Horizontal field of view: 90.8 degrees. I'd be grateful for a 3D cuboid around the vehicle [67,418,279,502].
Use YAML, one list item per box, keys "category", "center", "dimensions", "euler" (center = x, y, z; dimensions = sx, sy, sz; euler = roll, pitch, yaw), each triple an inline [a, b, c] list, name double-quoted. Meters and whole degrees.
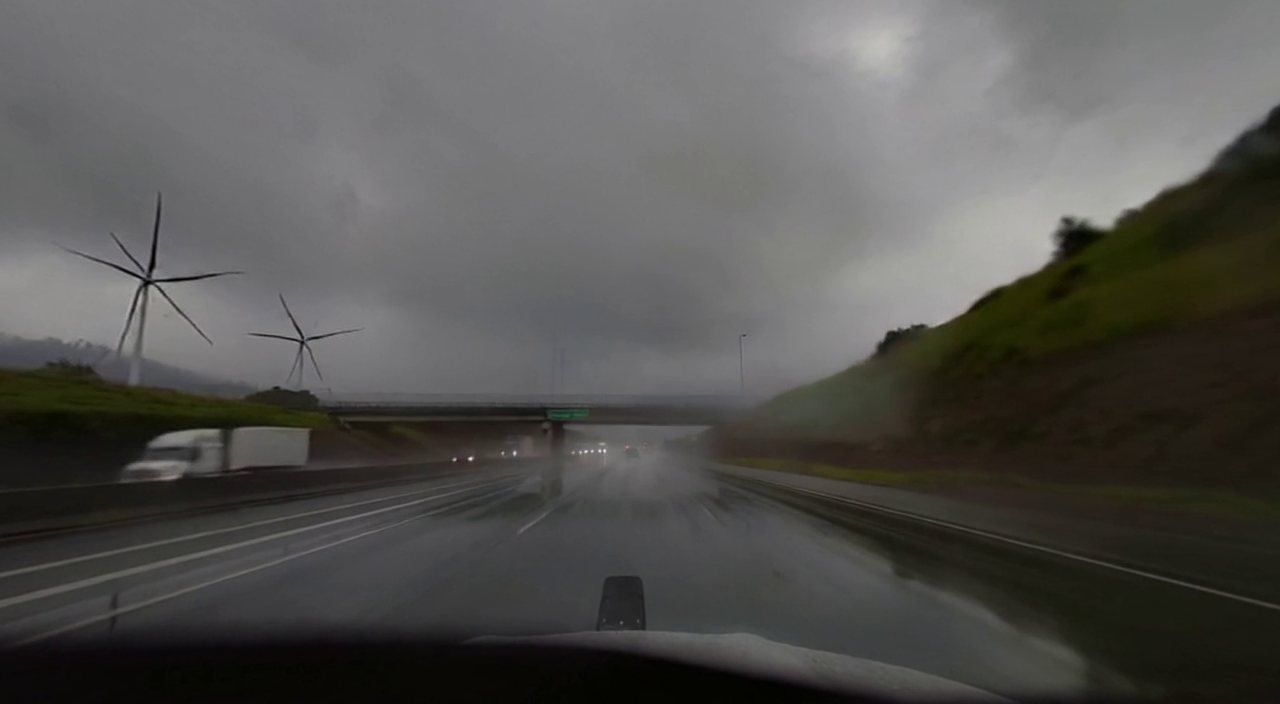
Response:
- category: "vehicle"
  center: [-19.843, 4.675, 27.796]
  dimensions: [2.877, 3.107, 8.416]
  euler: [0, -9, 0]
